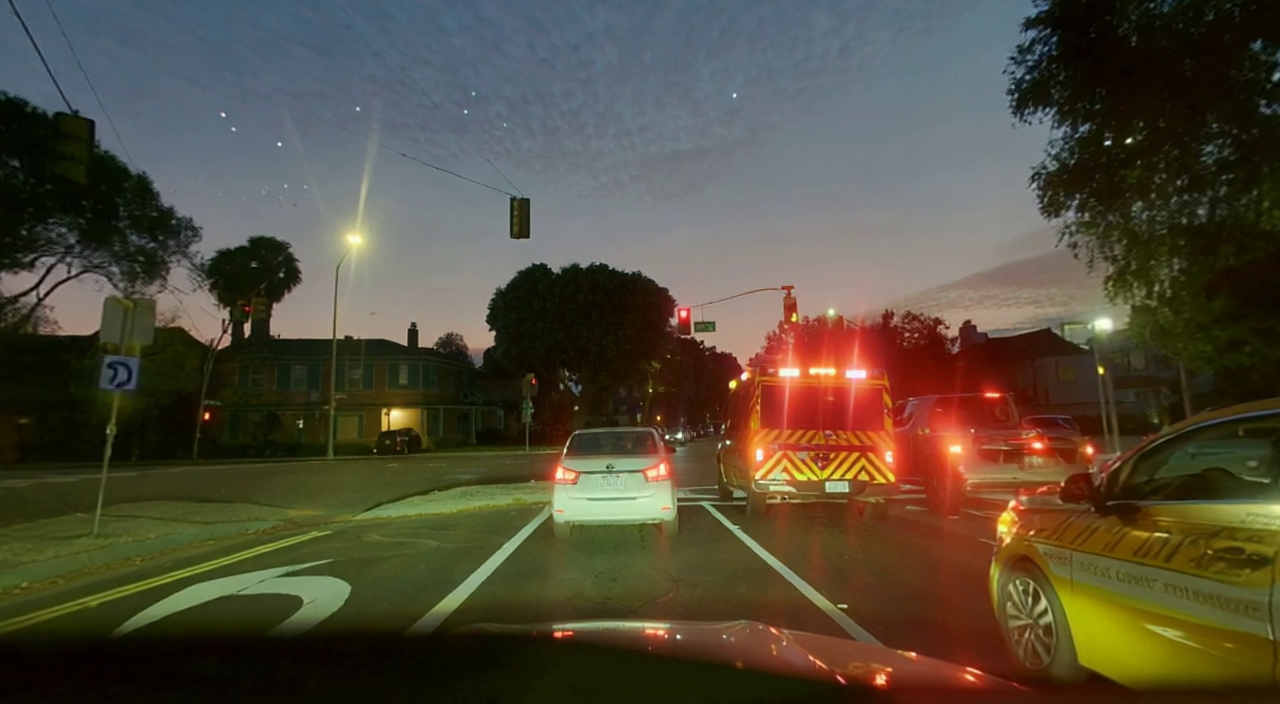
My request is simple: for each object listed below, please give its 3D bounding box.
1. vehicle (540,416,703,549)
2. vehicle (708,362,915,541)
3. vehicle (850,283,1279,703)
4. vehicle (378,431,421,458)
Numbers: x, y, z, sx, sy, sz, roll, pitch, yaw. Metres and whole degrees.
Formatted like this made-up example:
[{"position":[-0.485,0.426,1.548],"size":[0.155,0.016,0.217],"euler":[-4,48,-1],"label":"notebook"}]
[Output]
[{"position":[-0.286,1.975,10.174],"size":[2.114,1.707,3.725],"euler":[0,-8,-1],"label":"vehicle"},{"position":[2.879,1.891,12.361],"size":[2.406,2.687,5.521],"euler":[0,-8,-1],"label":"vehicle"},{"position":[2.846,0.894,2.854],"size":[2.194,1.820,4.652],"euler":[0,-8,0],"label":"vehicle"},{"position":[-17.747,6.876,46.851],"size":[2.246,1.880,4.454],"euler":[1,-9,-12],"label":"vehicle"}]
